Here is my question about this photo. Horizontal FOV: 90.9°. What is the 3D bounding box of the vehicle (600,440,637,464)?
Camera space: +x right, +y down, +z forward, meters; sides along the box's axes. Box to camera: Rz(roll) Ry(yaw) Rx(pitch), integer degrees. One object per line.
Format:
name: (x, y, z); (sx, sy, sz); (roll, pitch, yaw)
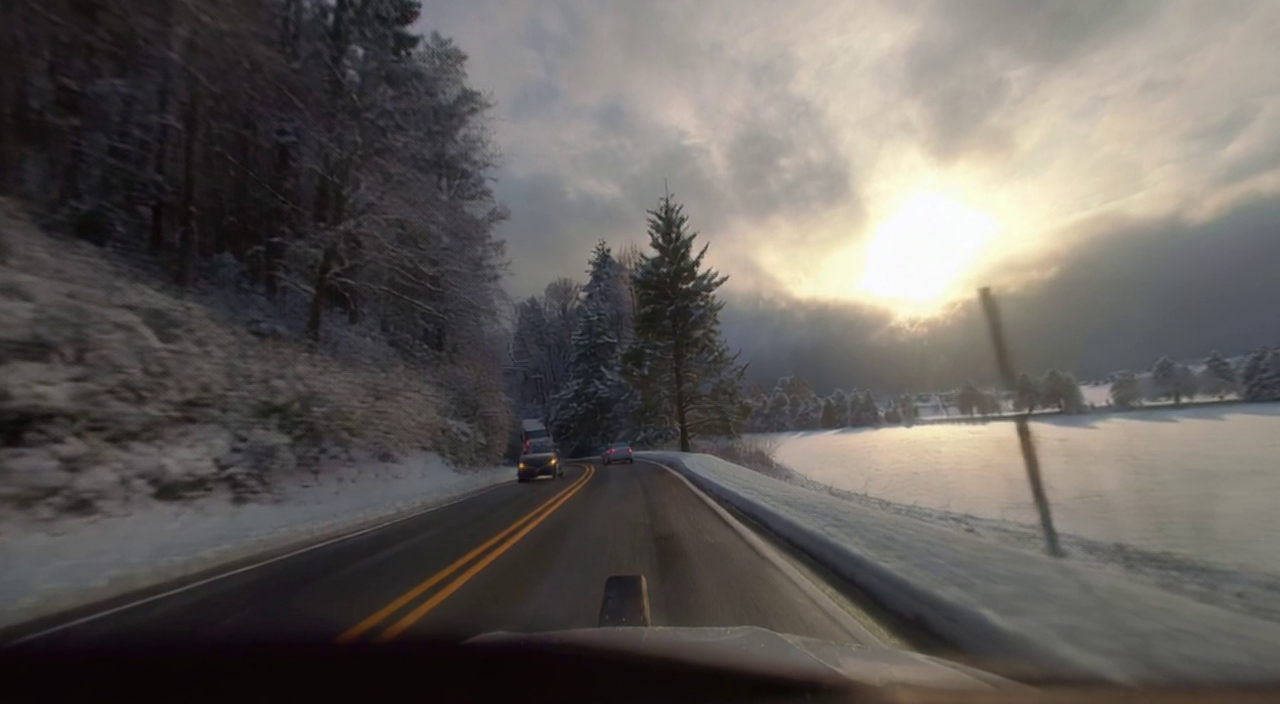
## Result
vehicle: (-1.525, 6.728, 42.552); (2.120, 1.491, 4.349); (1, -8, -7)

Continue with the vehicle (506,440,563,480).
vehicle: (-5.290, 5.458, 32.240); (2.319, 1.864, 4.569); (0, -8, -3)
